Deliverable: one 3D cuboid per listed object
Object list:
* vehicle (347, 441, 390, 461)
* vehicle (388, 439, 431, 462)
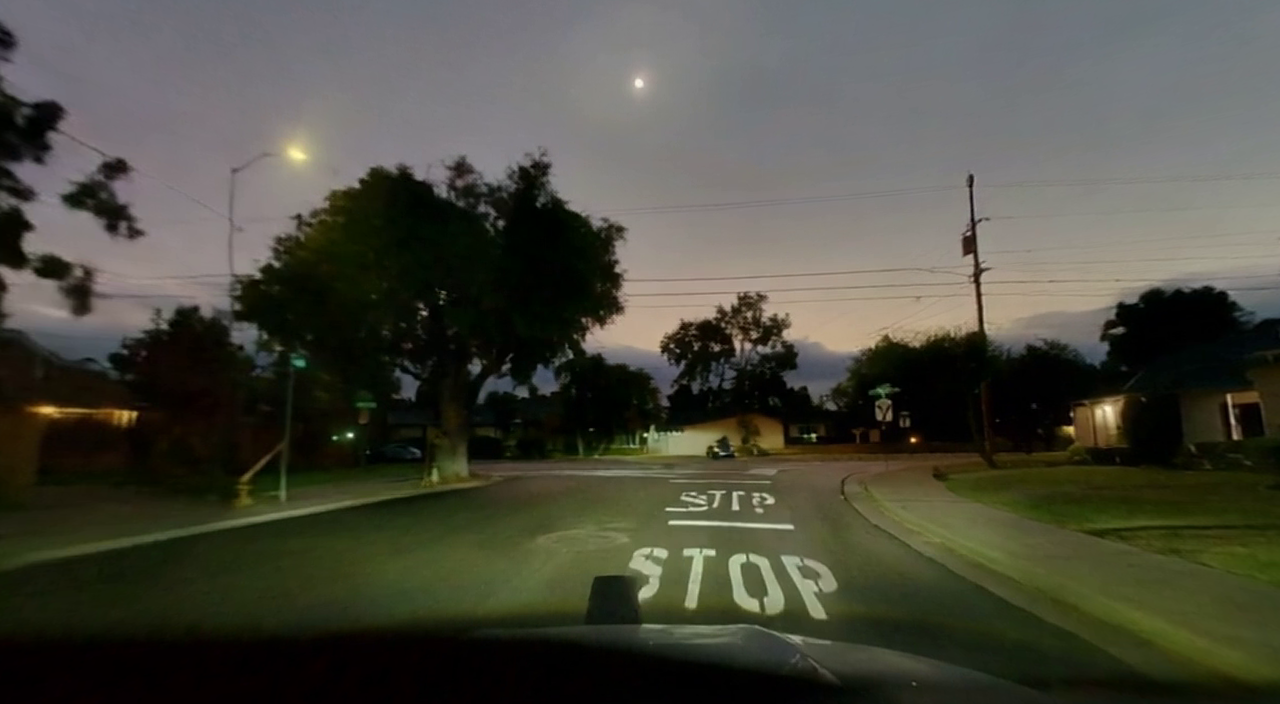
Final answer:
[{"bbox_3d":[-20.154,7.373,47.029,1.864,1.337,3.943,3,-8,-7],"label":"vehicle"},{"bbox_3d":[-17.068,7.324,46.976,1.986,1.639,4.361,1,-9,-8],"label":"vehicle"}]
